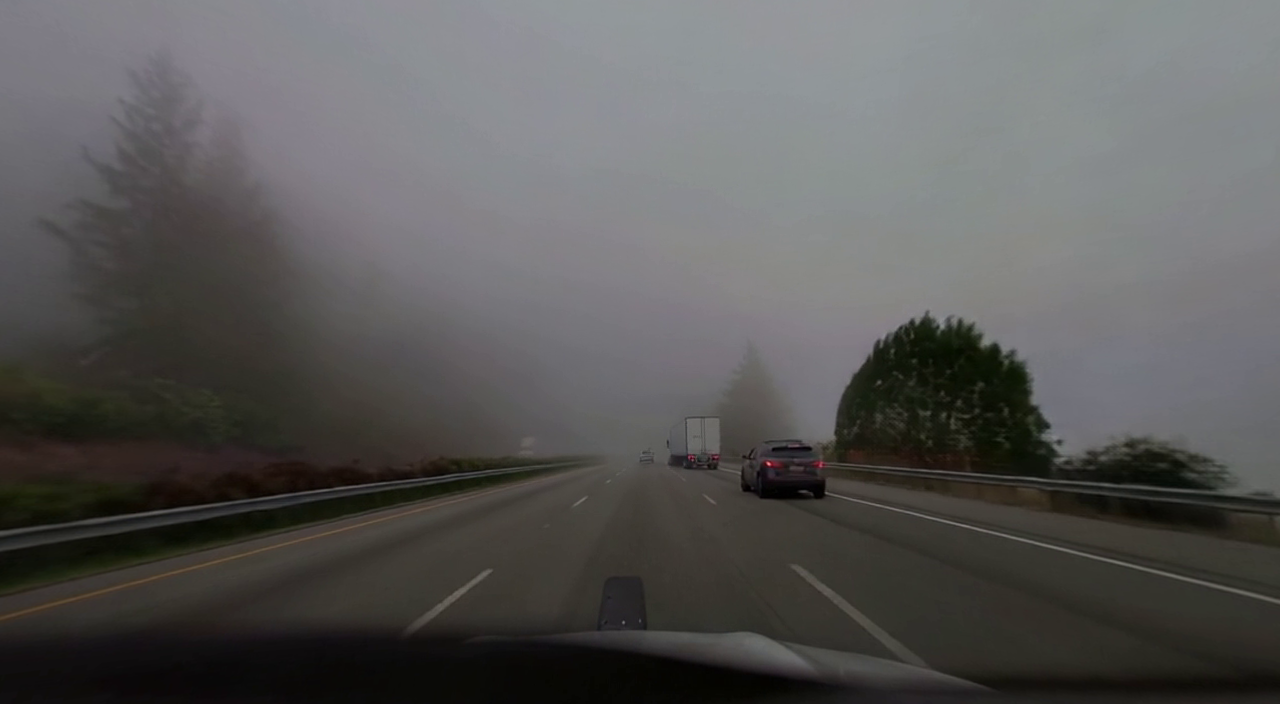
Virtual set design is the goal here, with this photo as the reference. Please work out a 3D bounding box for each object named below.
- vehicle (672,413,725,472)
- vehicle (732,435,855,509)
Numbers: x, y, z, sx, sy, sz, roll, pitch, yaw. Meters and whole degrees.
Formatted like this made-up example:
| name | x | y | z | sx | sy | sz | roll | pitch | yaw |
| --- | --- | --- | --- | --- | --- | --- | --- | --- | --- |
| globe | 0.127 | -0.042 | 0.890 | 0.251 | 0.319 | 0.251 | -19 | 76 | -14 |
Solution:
| name | x | y | z | sx | sy | sz | roll | pitch | yaw |
| --- | --- | --- | --- | --- | --- | --- | --- | --- | --- |
| vehicle | 4.318 | 7.045 | 48.608 | 3.117 | 3.971 | 10.593 | 0 | -9 | 0 |
| vehicle | 3.791 | 3.038 | 16.393 | 2.096 | 1.653 | 4.185 | 0 | -9 | 0 |
